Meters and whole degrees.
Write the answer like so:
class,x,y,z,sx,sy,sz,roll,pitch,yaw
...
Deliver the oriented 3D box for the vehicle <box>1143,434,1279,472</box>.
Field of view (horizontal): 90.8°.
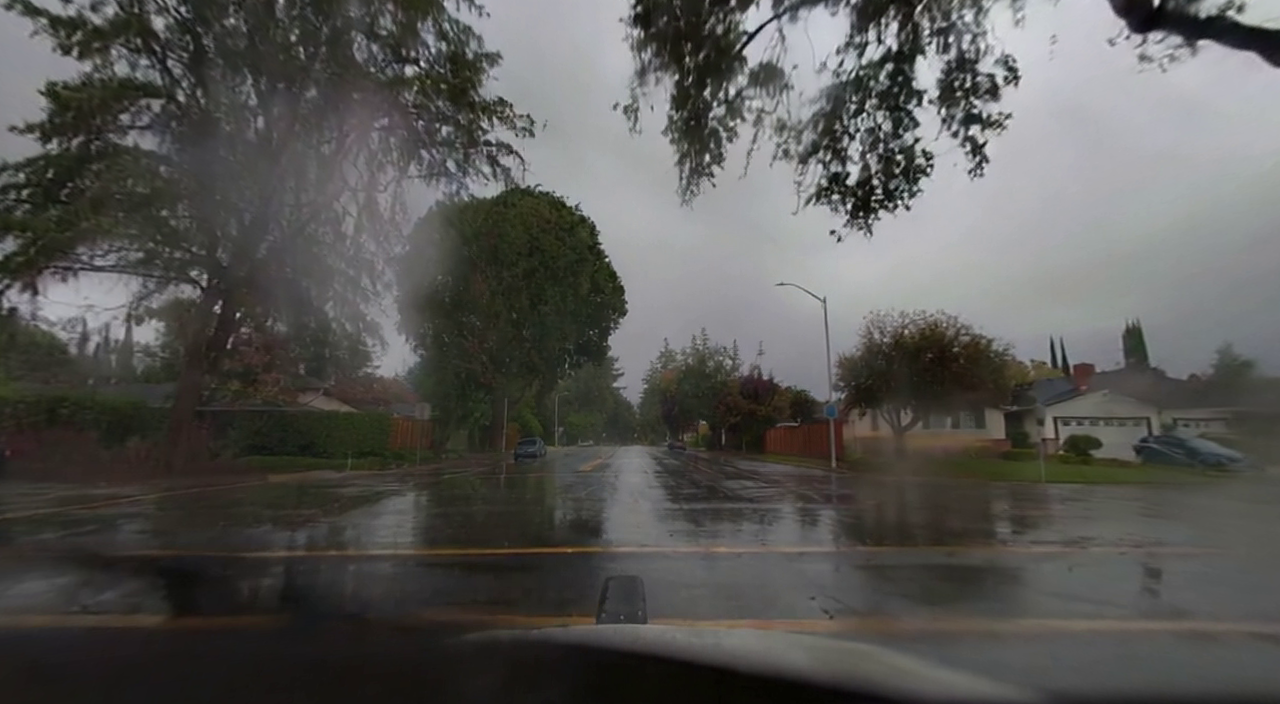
class,x,y,z,sx,sy,sz,roll,pitch,yaw
vehicle,26.462,4.611,29.128,2.152,1.606,5.402,0,-8,1
